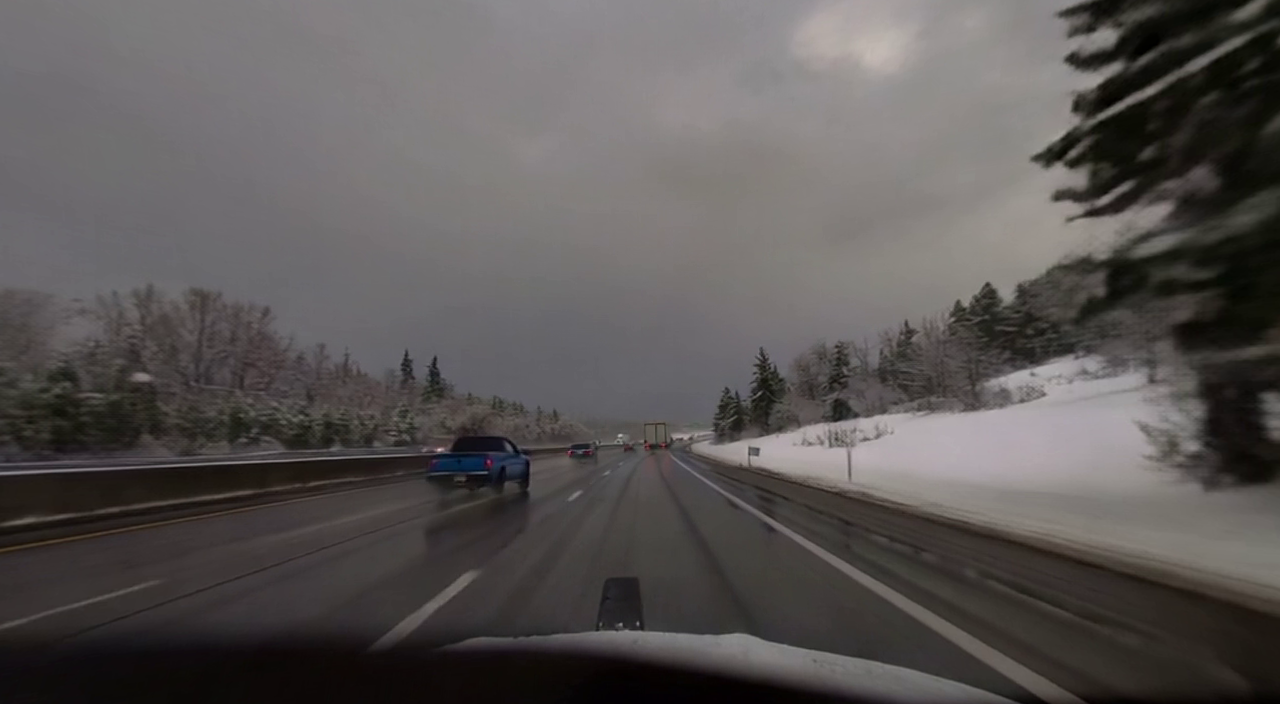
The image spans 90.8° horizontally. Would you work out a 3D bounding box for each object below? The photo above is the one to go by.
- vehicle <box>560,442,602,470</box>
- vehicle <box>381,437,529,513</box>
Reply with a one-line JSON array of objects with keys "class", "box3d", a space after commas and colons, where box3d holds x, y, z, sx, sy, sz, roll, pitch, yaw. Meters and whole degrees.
[{"class": "vehicle", "box3d": [-3.294, 5.895, 35.798, 1.943, 1.460, 3.961, -1, -9, 1]}, {"class": "vehicle", "box3d": [-4.007, 2.743, 14.571, 2.078, 1.469, 4.371, 0, -9, 0]}]
